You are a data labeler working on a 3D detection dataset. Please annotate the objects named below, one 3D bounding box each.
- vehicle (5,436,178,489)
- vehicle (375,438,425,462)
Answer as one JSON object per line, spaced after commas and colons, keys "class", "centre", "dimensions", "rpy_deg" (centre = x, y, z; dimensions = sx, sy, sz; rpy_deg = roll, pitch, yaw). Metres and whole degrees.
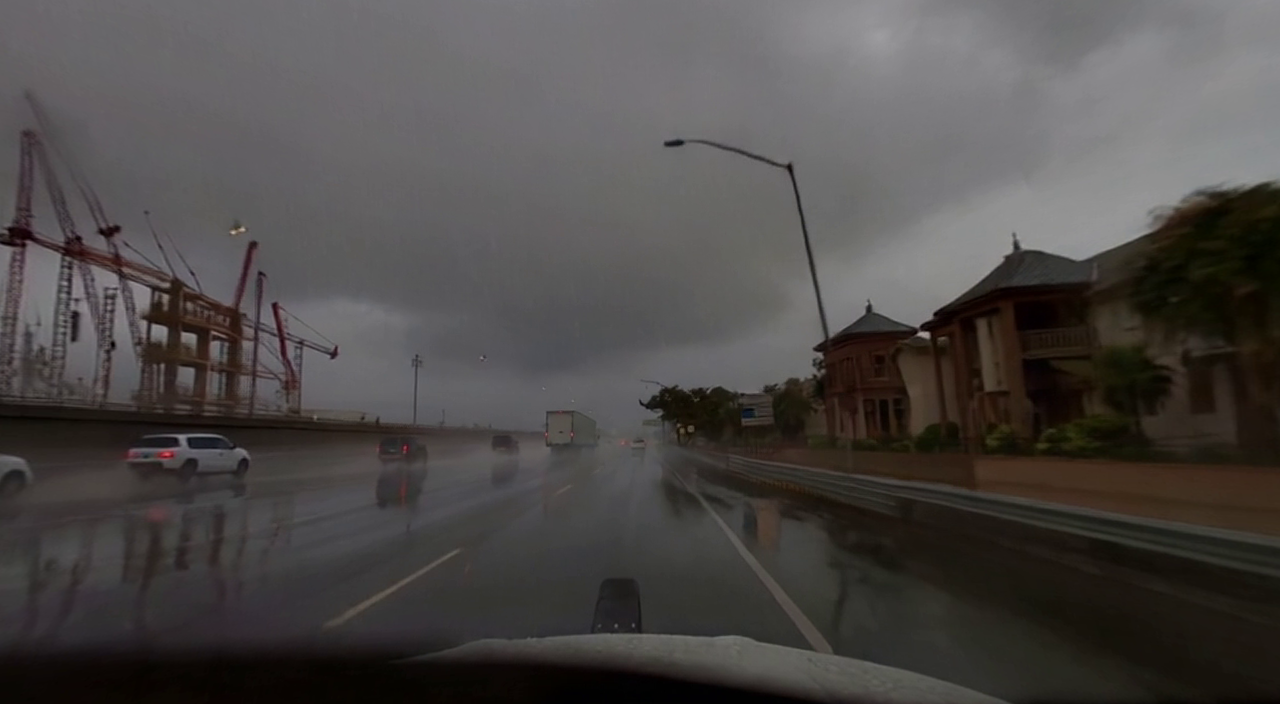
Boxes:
{"class": "vehicle", "centre": [-18.168, 3.665, 21.269], "dimensions": [1.866, 1.609, 4.315], "rpy_deg": [0, -9, 0]}
{"class": "vehicle", "centre": [-18.030, 7.380, 47.695], "dimensions": [1.932, 1.752, 4.541], "rpy_deg": [0, -9, 1]}
